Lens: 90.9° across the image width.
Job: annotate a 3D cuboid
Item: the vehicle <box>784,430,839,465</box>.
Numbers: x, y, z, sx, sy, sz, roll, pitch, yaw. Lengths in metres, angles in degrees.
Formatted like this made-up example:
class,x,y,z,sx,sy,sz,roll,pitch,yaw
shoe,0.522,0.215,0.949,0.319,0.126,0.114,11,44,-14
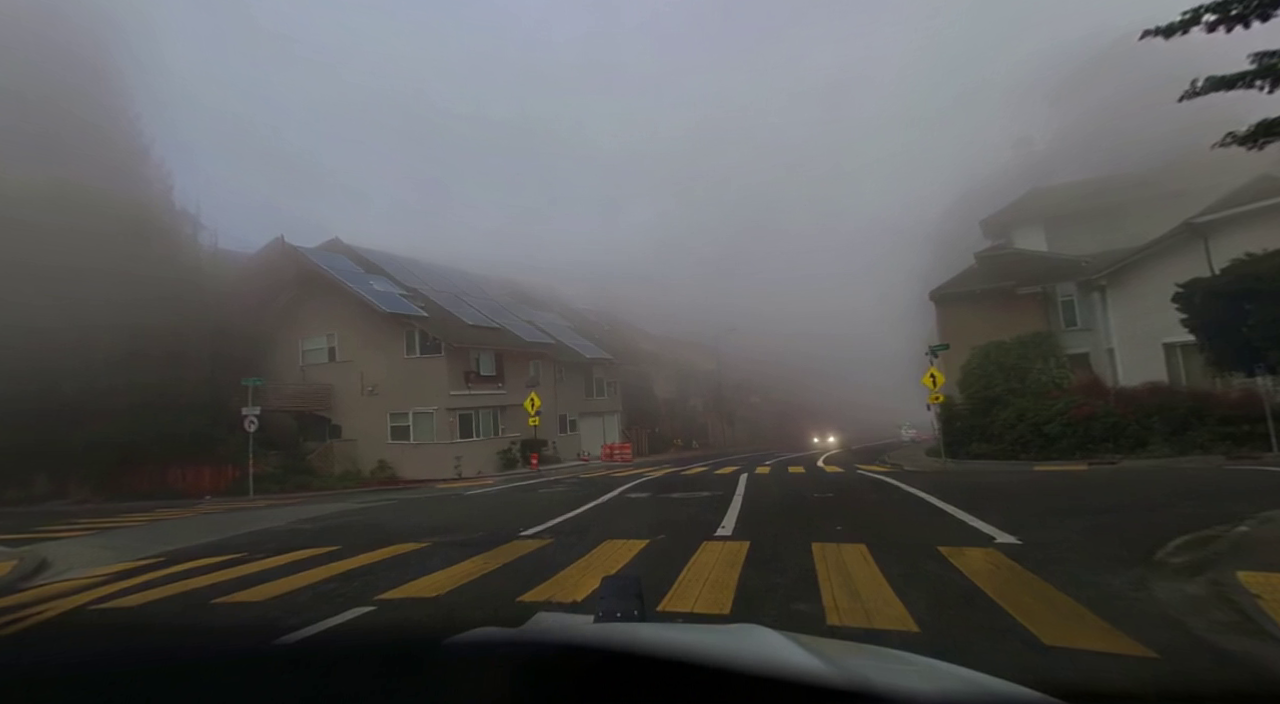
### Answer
class,x,y,z,sx,sy,sz,roll,pitch,yaw
vehicle,8.074,4.409,29.363,1.966,1.455,4.075,-3,-8,21
